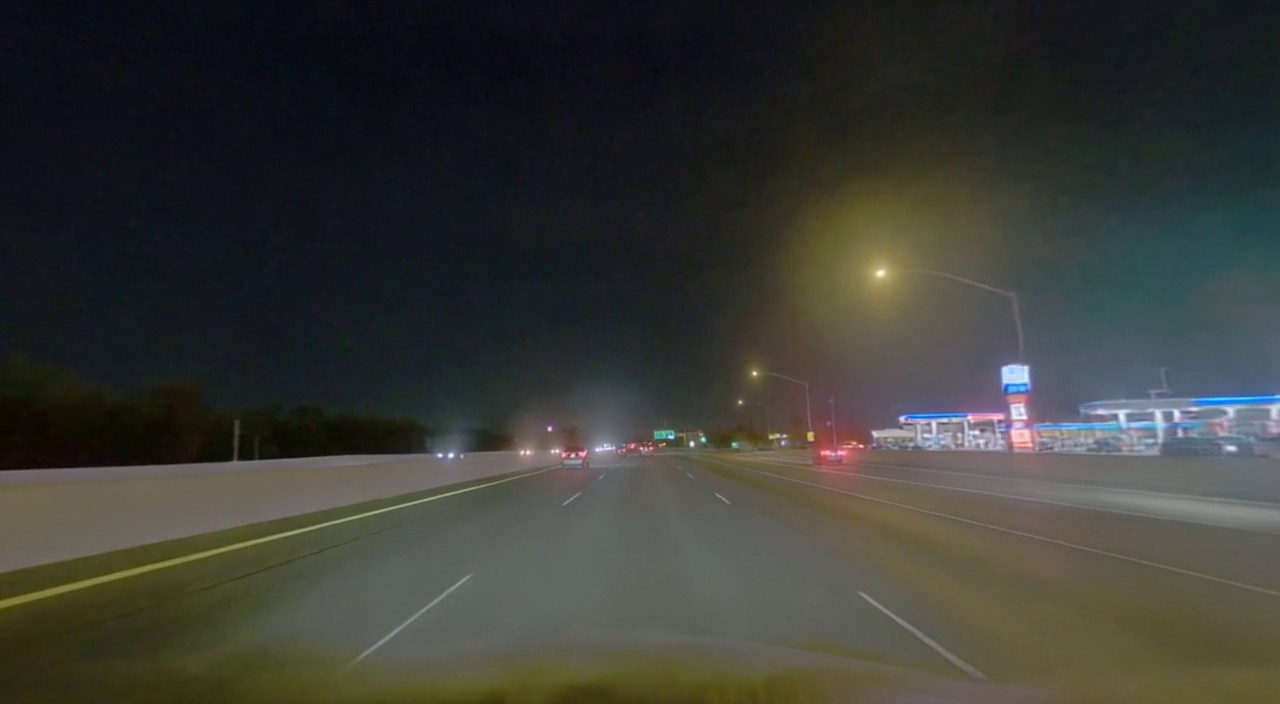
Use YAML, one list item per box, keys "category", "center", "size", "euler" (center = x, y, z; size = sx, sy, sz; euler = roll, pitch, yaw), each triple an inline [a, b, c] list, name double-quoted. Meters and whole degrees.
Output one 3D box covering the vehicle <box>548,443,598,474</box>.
- category: "vehicle"
  center: [-3.386, 5.498, 32.752]
  size: [2.114, 1.510, 4.186]
  euler: [-1, -9, 1]
